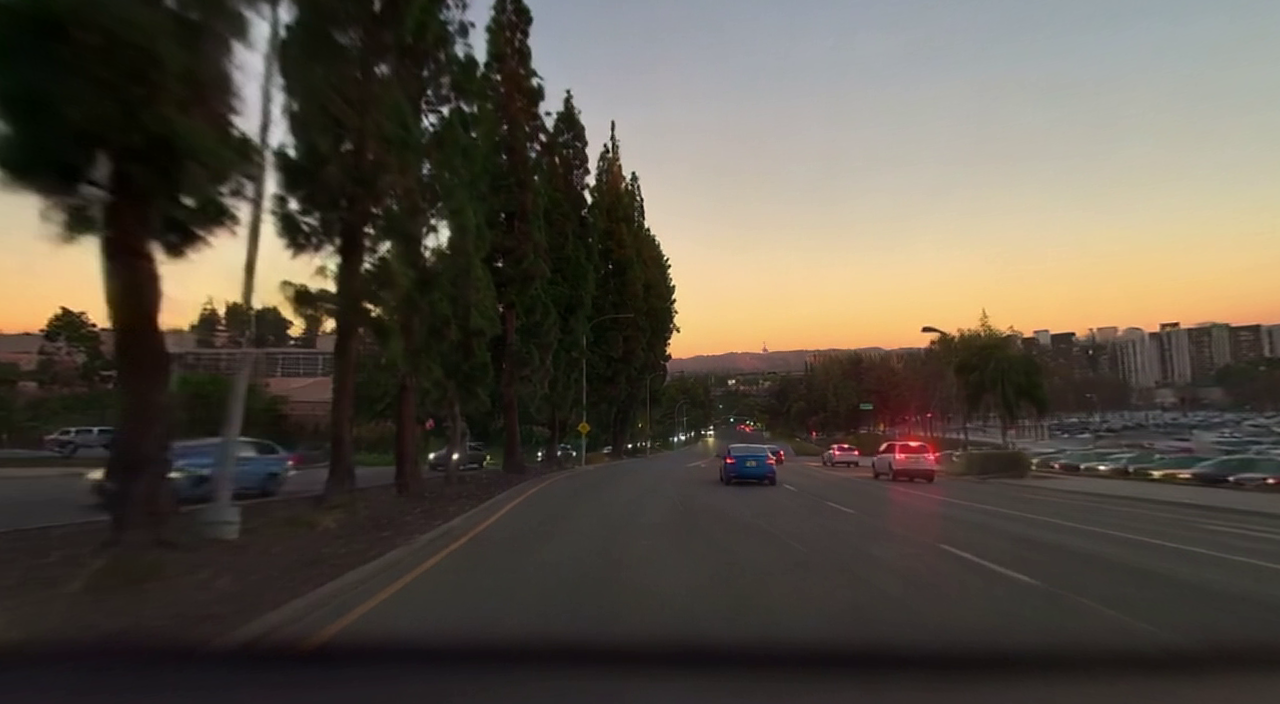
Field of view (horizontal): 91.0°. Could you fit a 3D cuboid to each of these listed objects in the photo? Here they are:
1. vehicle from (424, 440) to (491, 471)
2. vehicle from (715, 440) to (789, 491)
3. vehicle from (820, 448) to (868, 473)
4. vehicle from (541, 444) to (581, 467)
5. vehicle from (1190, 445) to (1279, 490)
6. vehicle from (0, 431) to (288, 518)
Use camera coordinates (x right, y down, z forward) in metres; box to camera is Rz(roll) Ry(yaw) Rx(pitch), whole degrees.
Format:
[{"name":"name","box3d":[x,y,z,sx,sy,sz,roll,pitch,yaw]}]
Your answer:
[{"name":"vehicle","box3d":[-10.033,5.726,35.039,1.990,1.581,4.706,0,-9,4]},{"name":"vehicle","box3d":[3.862,3.987,22.496,2.145,1.603,4.369,0,-9,4]},{"name":"vehicle","box3d":[12.976,6.894,40.273,1.928,1.488,4.361,0,-9,5]},{"name":"vehicle","box3d":[-5.783,7.649,46.621,1.873,1.625,4.104,-1,-9,9]},{"name":"vehicle","box3d":[27.786,5.165,28.426,4.719,1.851,1.920,2,-8,-14]},{"name":"vehicle","box3d":[-9.542,2.366,12.663,2.089,1.400,4.467,0,-9,4]}]
